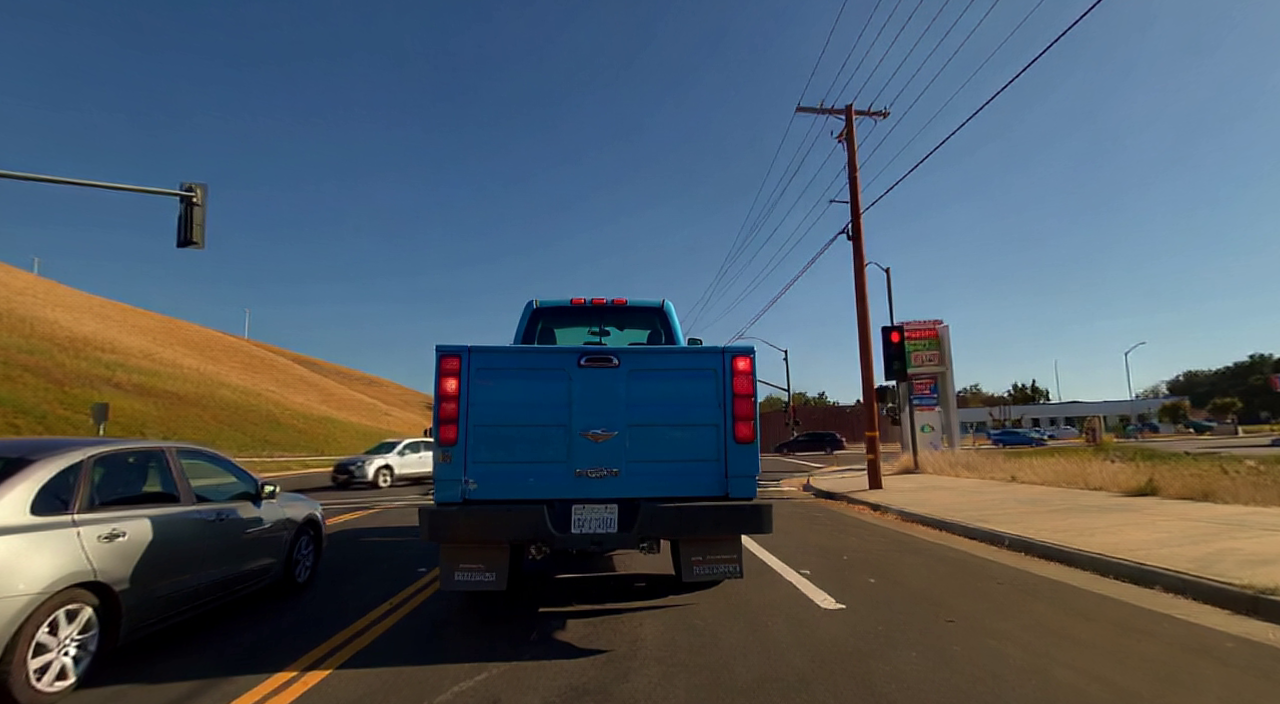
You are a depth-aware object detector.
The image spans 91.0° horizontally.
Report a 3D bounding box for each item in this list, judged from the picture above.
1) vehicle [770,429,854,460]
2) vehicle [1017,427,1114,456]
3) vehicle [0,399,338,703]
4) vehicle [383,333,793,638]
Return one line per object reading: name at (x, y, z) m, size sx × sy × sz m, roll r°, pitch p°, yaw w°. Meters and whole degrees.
vehicle at (11.709, 6.269, 42.520) m, size 6.346 × 1.917 × 2.360 m, roll 8°, pitch -11°, yaw -41°
vehicle at (25.578, 5.391, 37.932) m, size 4.419 × 1.496 × 1.854 m, roll -2°, pitch -9°, yaw 1°
vehicle at (-3.953, 1.191, 3.991) m, size 2.017 × 1.555 × 4.150 m, roll -1°, pitch -9°, yaw 0°
vehicle at (-0.415, 1.324, 7.217) m, size 2.859 × 2.144 × 5.406 m, roll 0°, pitch -9°, yaw -1°
